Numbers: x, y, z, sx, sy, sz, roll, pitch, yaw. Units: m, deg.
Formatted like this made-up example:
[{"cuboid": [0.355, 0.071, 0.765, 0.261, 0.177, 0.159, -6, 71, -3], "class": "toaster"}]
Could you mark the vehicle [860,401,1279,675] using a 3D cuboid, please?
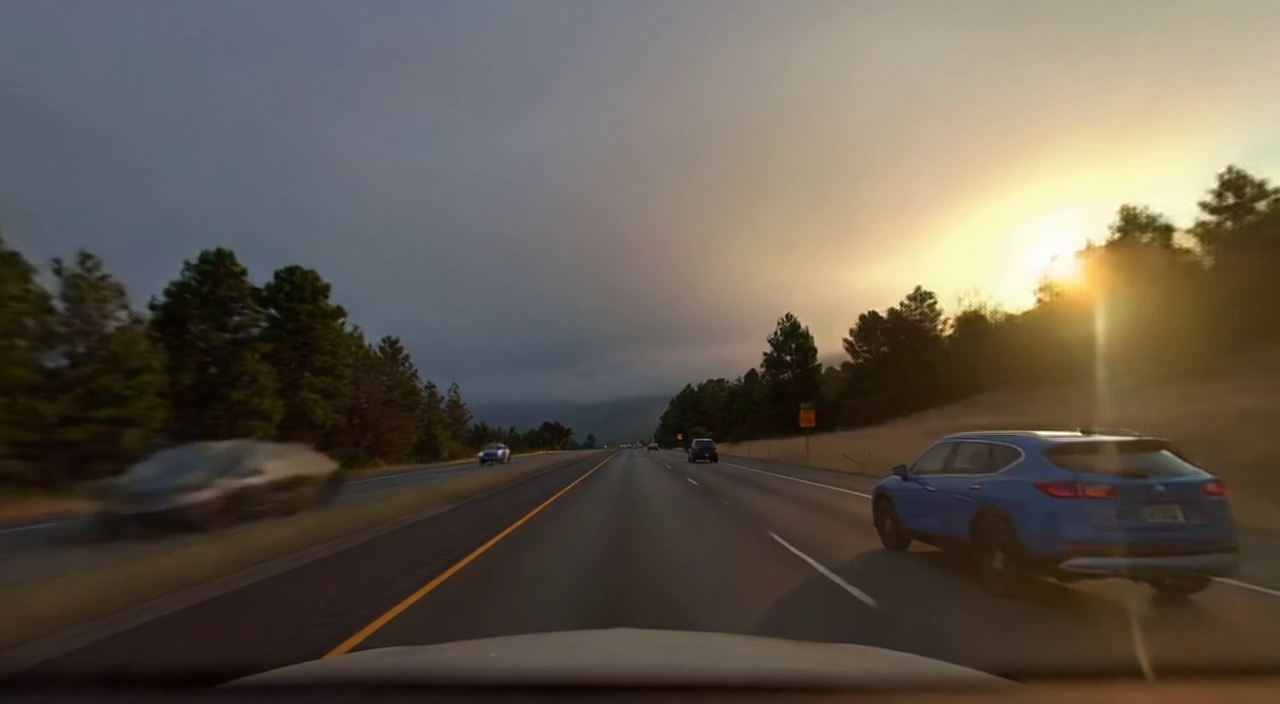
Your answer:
[{"cuboid": [3.802, 1.331, 5.692, 1.999, 1.501, 4.221, 0, -8, -1], "class": "vehicle"}]

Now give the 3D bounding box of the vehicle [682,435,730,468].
[{"cuboid": [3.500, 5.383, 34.319, 2.043, 1.673, 4.016, 0, -8, -2], "class": "vehicle"}]

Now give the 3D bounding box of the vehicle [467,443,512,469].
[{"cuboid": [-11.263, 7.791, 47.526, 2.323, 1.799, 4.546, 0, -8, 0], "class": "vehicle"}]

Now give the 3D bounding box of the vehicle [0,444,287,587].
[{"cuboid": [-7.423, 2.130, 9.173, 1.993, 1.508, 4.492, 0, -8, -1], "class": "vehicle"}]
